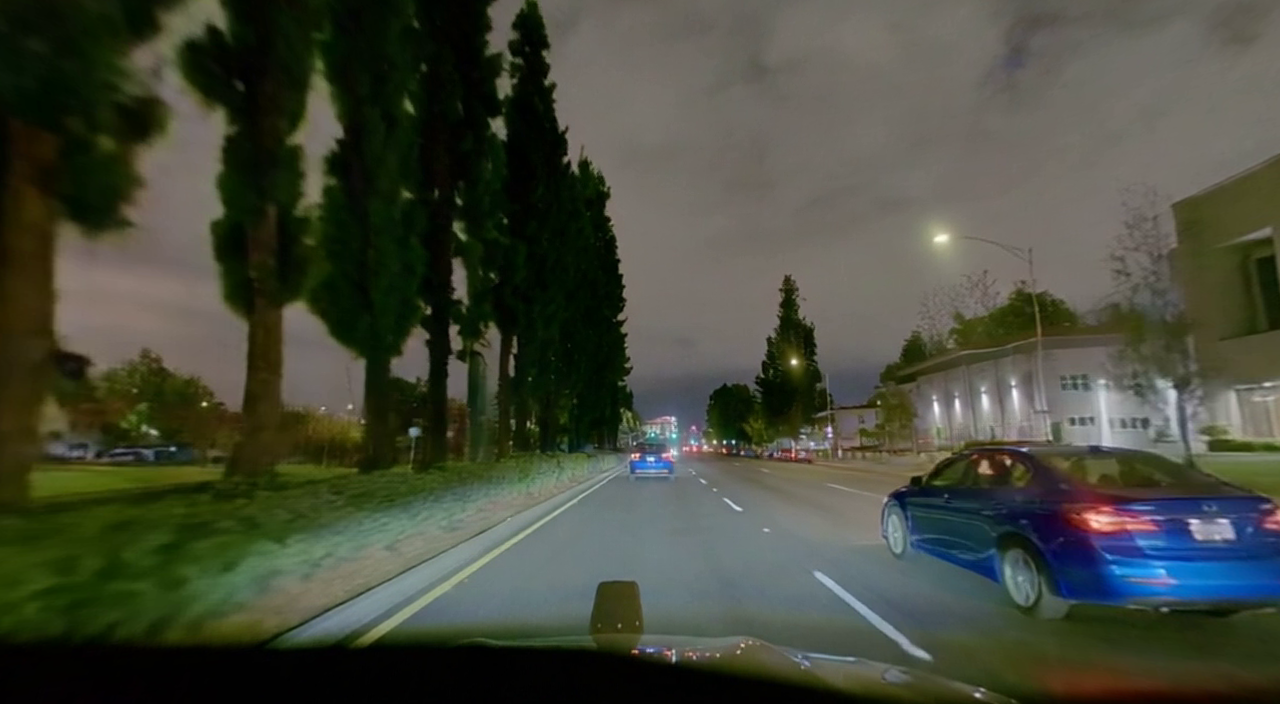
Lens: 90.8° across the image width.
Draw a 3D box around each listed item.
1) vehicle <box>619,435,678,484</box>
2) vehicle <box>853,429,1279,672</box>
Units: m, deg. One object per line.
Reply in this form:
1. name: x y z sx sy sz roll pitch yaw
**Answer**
1. vehicle: 0.250 4.134 24.620 2.085 1.693 4.301 0 -8 -2
2. vehicle: 3.782 1.501 5.999 1.918 1.418 4.360 0 -8 -1
